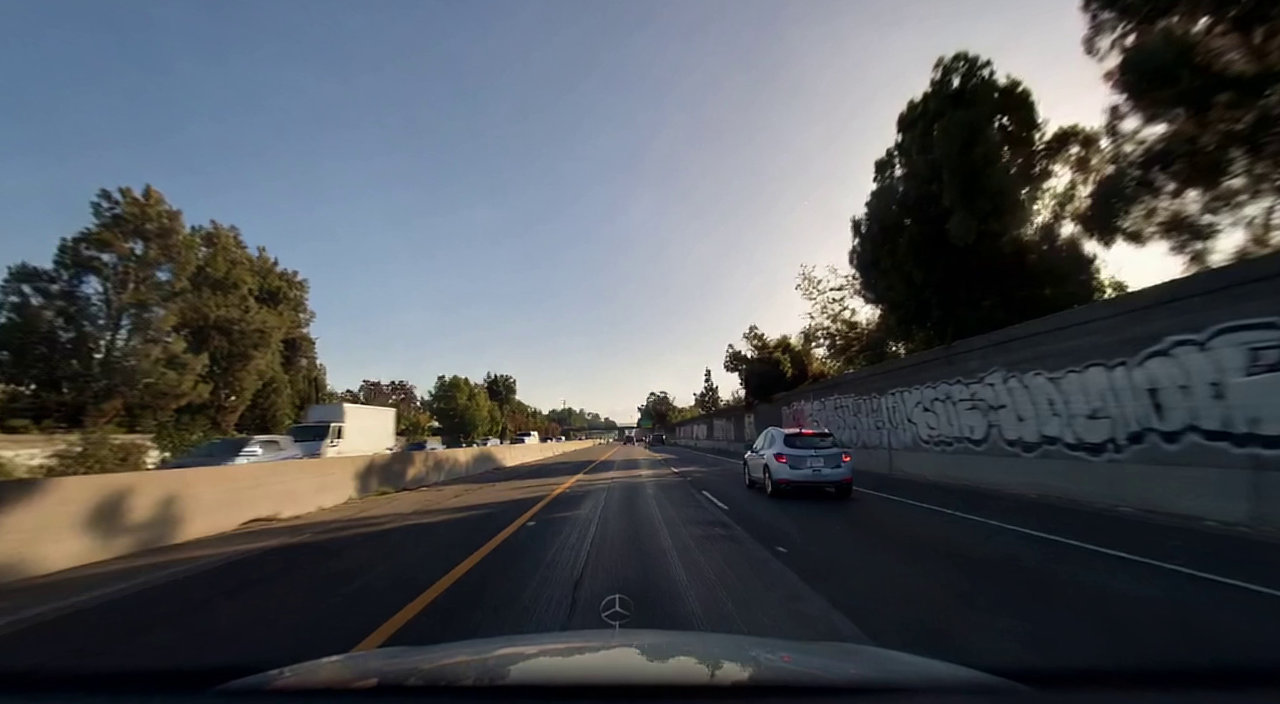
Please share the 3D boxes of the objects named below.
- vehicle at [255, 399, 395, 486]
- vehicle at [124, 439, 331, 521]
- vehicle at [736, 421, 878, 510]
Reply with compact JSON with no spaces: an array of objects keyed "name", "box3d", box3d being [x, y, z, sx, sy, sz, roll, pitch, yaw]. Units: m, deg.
[{"name":"vehicle","box3d":[-13.812,4.052,28.419,2.817,3.428,6.773,0,-8,-1]},{"name":"vehicle","box3d":[-9.367,2.873,14.871,1.974,1.602,4.303,0,-8,-1]},{"name":"vehicle","box3d":[3.225,2.249,12.962,1.841,1.556,3.618,0,-8,-1]}]
